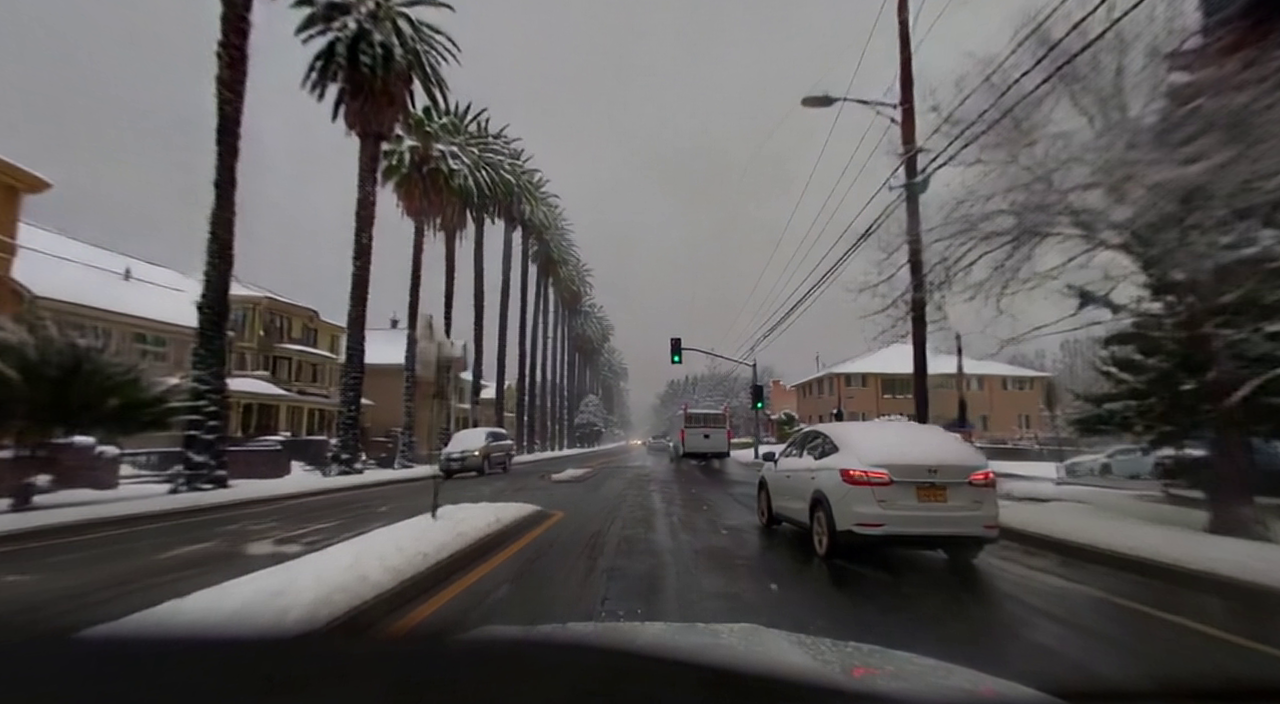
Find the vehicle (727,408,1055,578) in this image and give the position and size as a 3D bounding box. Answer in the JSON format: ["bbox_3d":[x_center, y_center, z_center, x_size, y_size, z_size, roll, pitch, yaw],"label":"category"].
[{"bbox_3d":[2.676,1.651,8.200,2.096,1.552,4.519,1,-9,-5],"label":"vehicle"}]

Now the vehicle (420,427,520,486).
[{"bbox_3d":[-6.165,3.780,23.445,2.069,1.820,4.388,-3,-6,6],"label":"vehicle"}]

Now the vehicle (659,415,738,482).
[{"bbox_3d":[1.839,3.272,21.472,2.109,2.002,4.424,0,-9,-2],"label":"vehicle"}]
